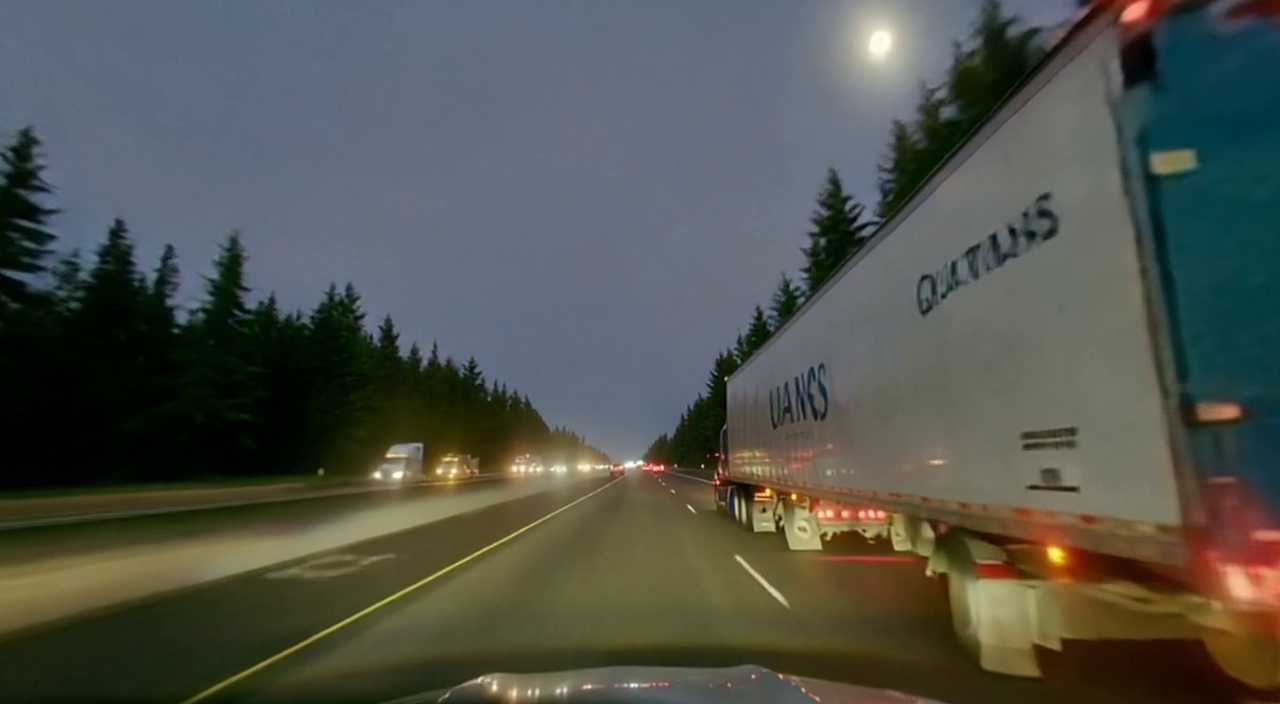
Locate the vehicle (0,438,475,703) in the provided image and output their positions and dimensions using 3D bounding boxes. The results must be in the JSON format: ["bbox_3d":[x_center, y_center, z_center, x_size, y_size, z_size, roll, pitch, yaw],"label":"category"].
[{"bbox_3d":[-2.937,1.508,5.210,2.032,1.407,3.641,0,-10,2],"label":"vehicle"}]

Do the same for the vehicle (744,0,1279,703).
[{"bbox_3d":[3.579,0.705,7.331,2.871,4.032,10.642,1,-10,0],"label":"vehicle"}]
